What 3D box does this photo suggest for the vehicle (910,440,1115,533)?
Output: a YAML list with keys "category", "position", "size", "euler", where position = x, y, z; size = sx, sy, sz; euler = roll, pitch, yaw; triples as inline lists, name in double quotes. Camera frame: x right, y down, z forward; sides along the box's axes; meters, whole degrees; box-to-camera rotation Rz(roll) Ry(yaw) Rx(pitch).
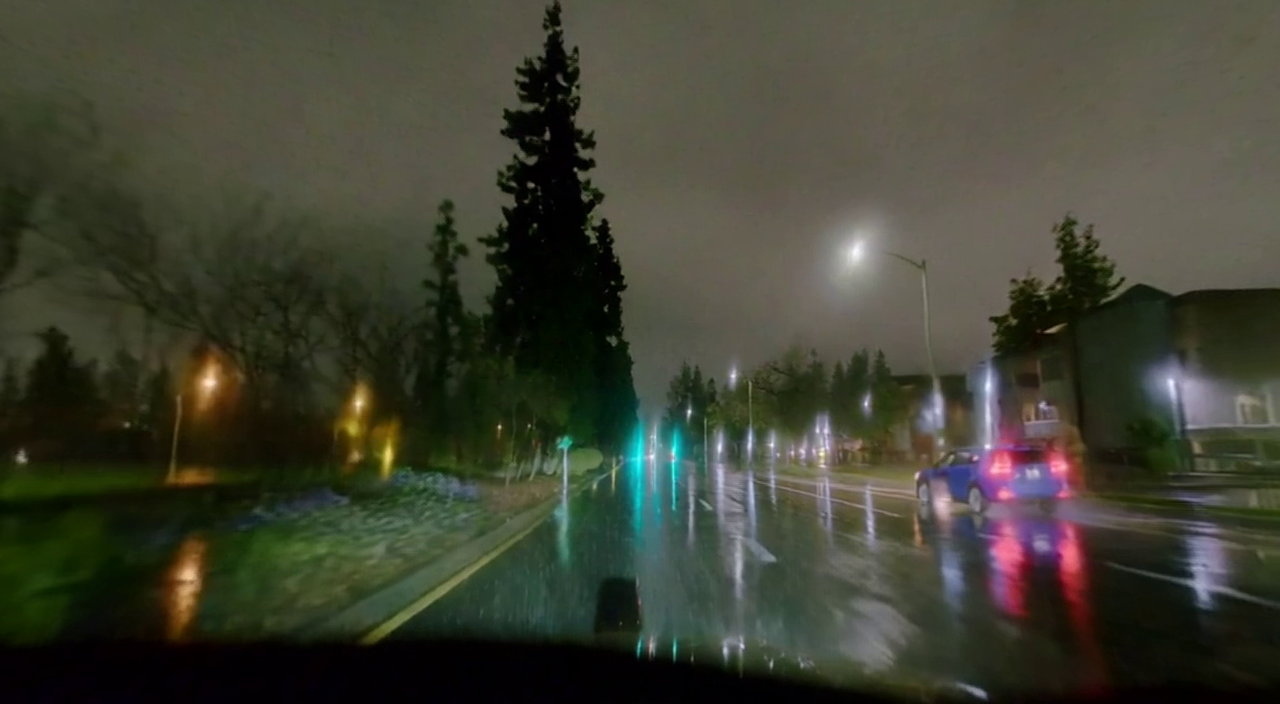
- category: "vehicle"
  position: [6.950, 2.512, 12.282]
  size: [1.797, 1.518, 3.433]
  euler: [0, -9, -1]
